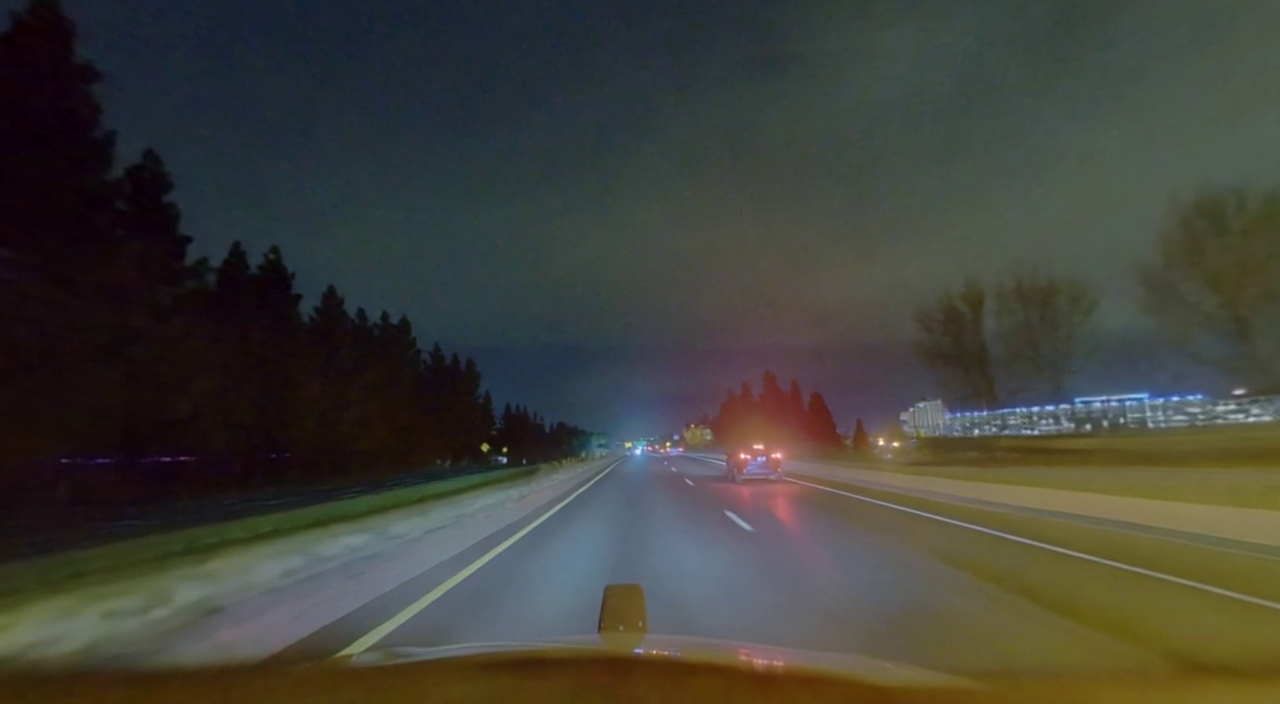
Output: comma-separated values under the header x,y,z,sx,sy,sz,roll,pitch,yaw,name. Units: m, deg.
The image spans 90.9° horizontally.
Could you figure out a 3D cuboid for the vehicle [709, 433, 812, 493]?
x,y,z,sx,sy,sz,roll,pitch,yaw,name
3.431,3.248,18.903,2.042,1.518,4.477,-1,-8,-2,vehicle
